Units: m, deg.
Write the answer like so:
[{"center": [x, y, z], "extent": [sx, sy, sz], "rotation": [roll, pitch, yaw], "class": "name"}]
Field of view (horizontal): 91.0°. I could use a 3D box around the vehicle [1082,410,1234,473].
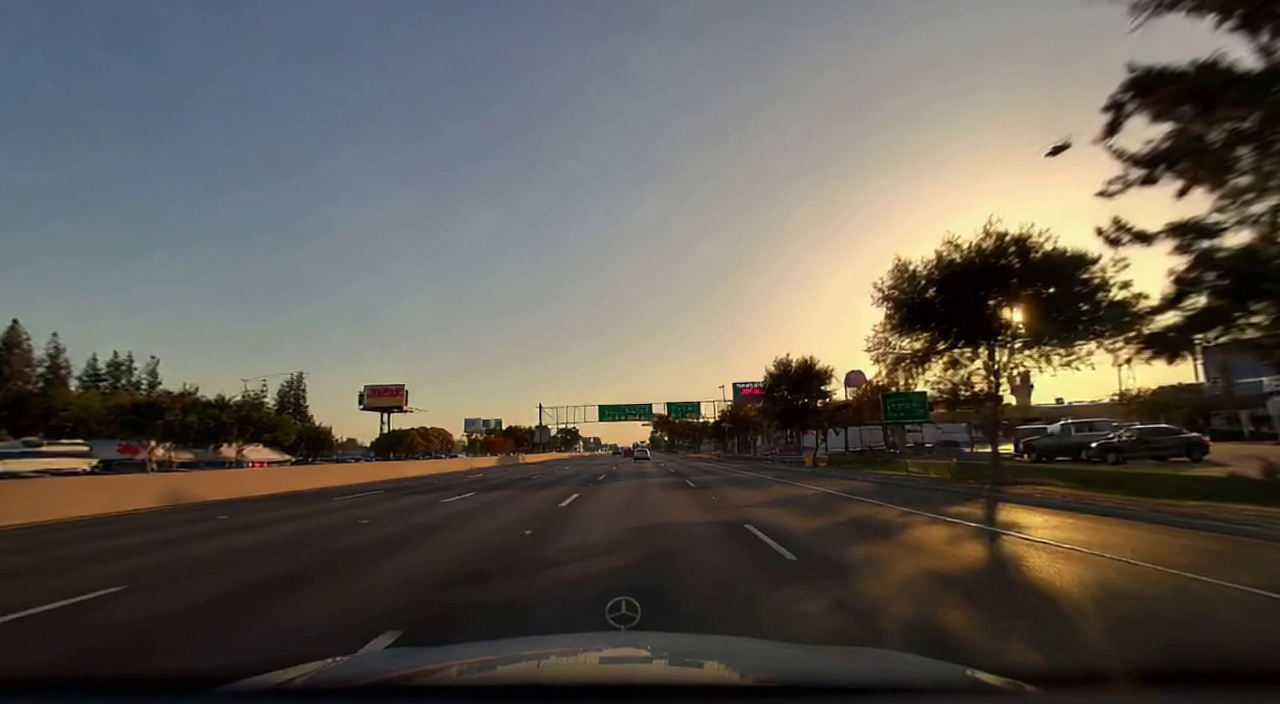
[{"center": [37.918, 6.695, 46.721], "extent": [2.959, 4.000, 8.873], "rotation": [-4, -9, -3], "class": "vehicle"}]
